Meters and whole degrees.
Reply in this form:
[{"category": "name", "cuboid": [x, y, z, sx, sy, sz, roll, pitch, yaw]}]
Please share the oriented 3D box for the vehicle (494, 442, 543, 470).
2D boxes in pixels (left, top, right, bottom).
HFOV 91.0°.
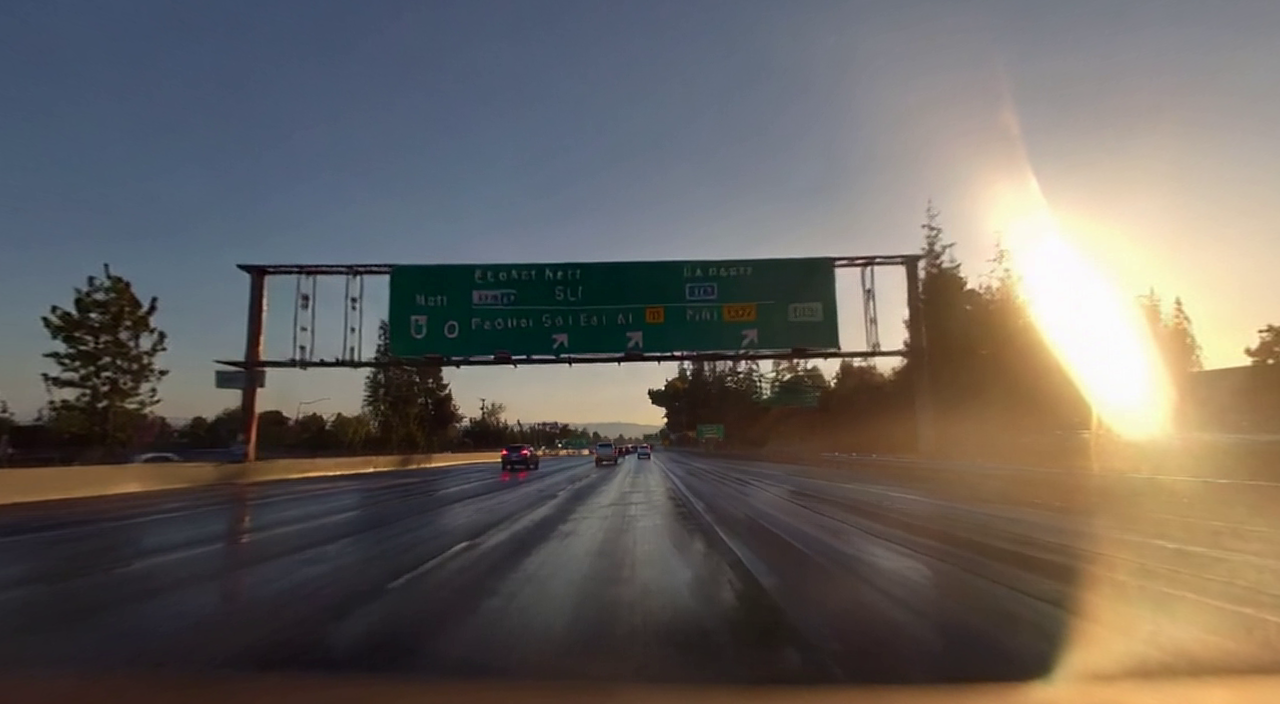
[{"category": "vehicle", "cuboid": [-6.976, 6.014, 36.604, 1.985, 1.513, 4.172, 0, -8, 1]}]
